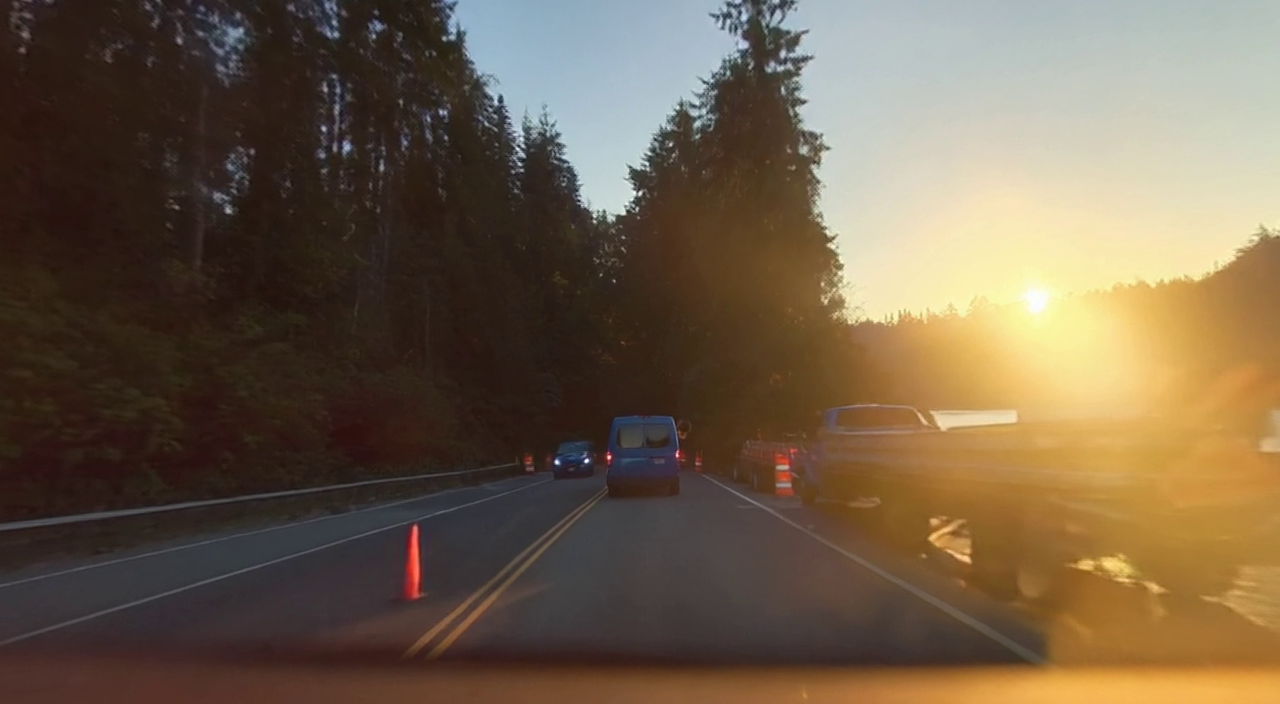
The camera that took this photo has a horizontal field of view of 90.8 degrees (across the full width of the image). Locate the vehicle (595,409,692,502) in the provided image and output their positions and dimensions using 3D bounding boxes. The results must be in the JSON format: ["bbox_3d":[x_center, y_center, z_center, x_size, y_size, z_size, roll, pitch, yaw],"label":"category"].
[{"bbox_3d":[0.234,2.877,17.923,2.362,2.247,4.892,0,-9,4],"label":"vehicle"}]

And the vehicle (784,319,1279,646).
[{"bbox_3d":[3.876,1.360,7.817,2.833,2.033,7.668,0,-8,4],"label":"vehicle"}]

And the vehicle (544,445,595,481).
[{"bbox_3d":[-3.853,6.155,35.493,2.230,1.842,5.014,0,-8,0],"label":"vehicle"}]
